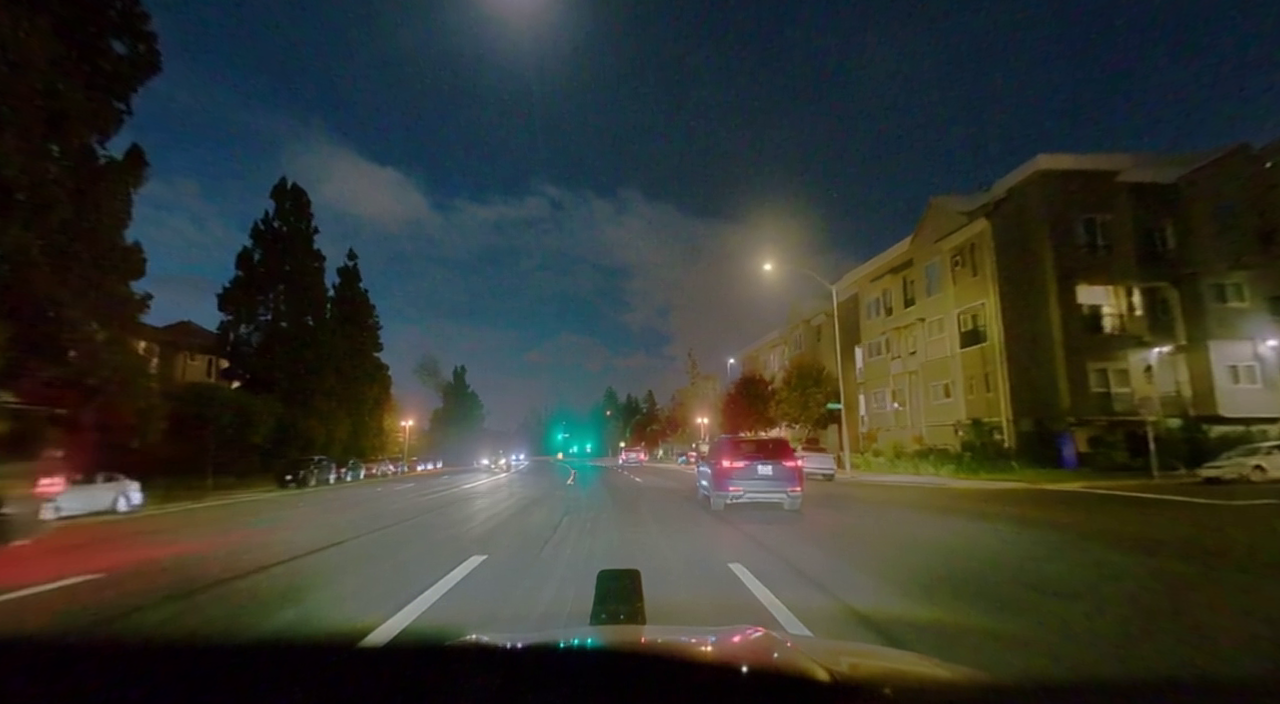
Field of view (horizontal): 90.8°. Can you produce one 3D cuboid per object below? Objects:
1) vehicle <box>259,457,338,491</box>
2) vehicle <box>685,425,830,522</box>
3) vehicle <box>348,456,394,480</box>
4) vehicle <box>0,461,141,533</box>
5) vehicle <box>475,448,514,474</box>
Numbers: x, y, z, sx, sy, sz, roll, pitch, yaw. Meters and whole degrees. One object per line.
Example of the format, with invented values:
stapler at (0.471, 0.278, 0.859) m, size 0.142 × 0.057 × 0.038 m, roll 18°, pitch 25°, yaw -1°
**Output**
vehicle at (-19.486, 6.935, 36.310) m, size 2.145 × 1.764 × 4.653 m, roll 0°, pitch -9°, yaw -4°
vehicle at (2.335, 2.585, 13.949) m, size 2.085 × 1.763 × 4.490 m, roll 0°, pitch -9°, yaw -3°
vehicle at (-20.639, 8.903, 48.644) m, size 1.871 × 1.712 × 4.710 m, roll 1°, pitch -9°, yaw -6°
vehicle at (-17.649, 4.178, 18.661) m, size 2.078 × 1.612 × 4.798 m, roll -2°, pitch -7°, yaw -3°
vehicle at (-10.878, 8.172, 47.519) m, size 2.233 × 1.850 × 4.801 m, roll 0°, pitch -9°, yaw -5°
